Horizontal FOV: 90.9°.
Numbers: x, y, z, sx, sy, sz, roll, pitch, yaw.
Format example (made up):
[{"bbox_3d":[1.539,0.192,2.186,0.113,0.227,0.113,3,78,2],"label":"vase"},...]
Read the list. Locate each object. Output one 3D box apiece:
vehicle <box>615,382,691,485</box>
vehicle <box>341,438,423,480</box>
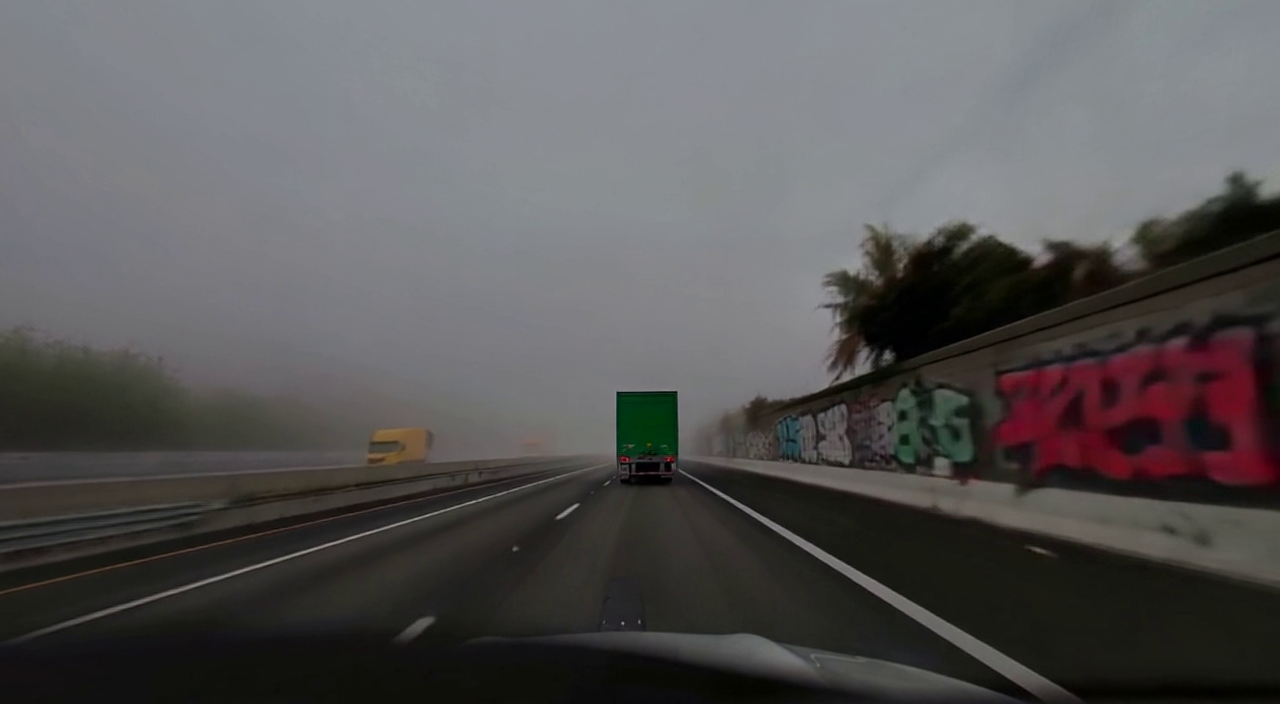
[{"bbox_3d":[0.389,3.942,29.462,2.900,3.955,10.151,0,-9,-1],"label":"vehicle"},{"bbox_3d":[-16.512,6.867,40.816,2.427,2.440,6.745,0,-9,0],"label":"vehicle"}]
